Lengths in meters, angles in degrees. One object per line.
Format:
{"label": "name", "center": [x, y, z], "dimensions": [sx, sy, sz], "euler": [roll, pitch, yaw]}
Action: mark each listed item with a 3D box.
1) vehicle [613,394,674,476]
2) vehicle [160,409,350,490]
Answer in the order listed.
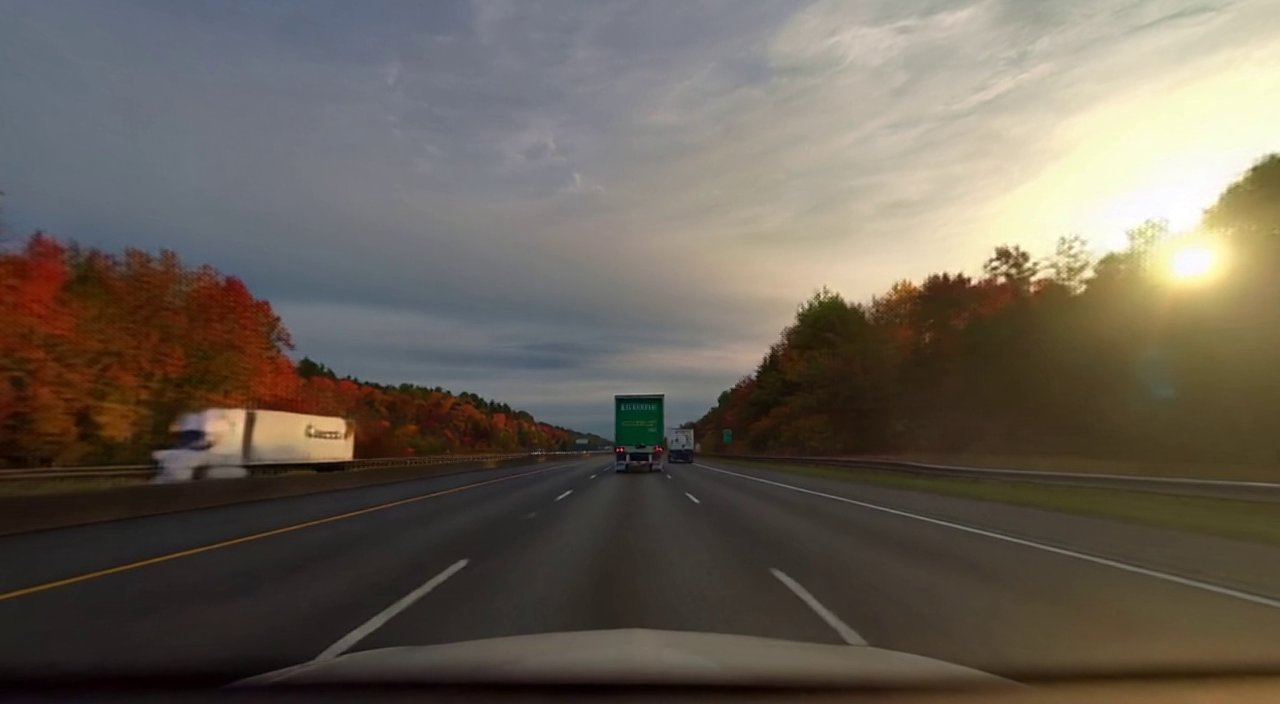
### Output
{"label": "vehicle", "center": [0.129, 5.010, 36.873], "dimensions": [3.057, 4.073, 10.792], "euler": [0, -9, 0]}
{"label": "vehicle", "center": [-20.874, 5.525, 35.522], "dimensions": [2.825, 3.752, 12.301], "euler": [0, -9, 0]}
